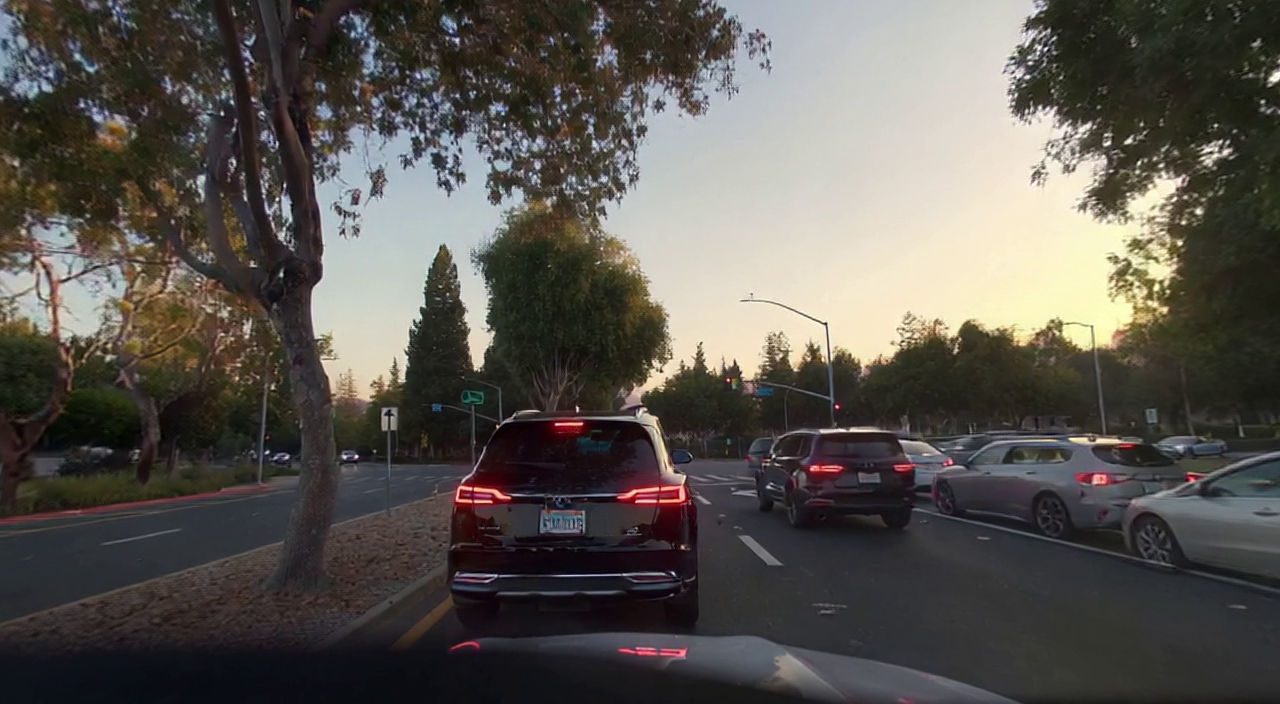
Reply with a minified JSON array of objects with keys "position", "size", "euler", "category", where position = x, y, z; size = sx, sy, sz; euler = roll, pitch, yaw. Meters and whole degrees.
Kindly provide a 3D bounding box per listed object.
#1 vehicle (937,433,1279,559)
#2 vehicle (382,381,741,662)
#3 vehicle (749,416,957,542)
[{"position":[6.587,2.012,9.643],"size":[1.894,1.445,4.565],"euler":[0,-9,0],"category":"vehicle"},{"position":[-0.432,1.355,6.102],"size":[2.201,1.709,4.271],"euler":[0,-9,1],"category":"vehicle"},{"position":[3.244,2.037,10.762],"size":[1.963,1.682,4.407],"euler":[0,-9,-1],"category":"vehicle"}]
